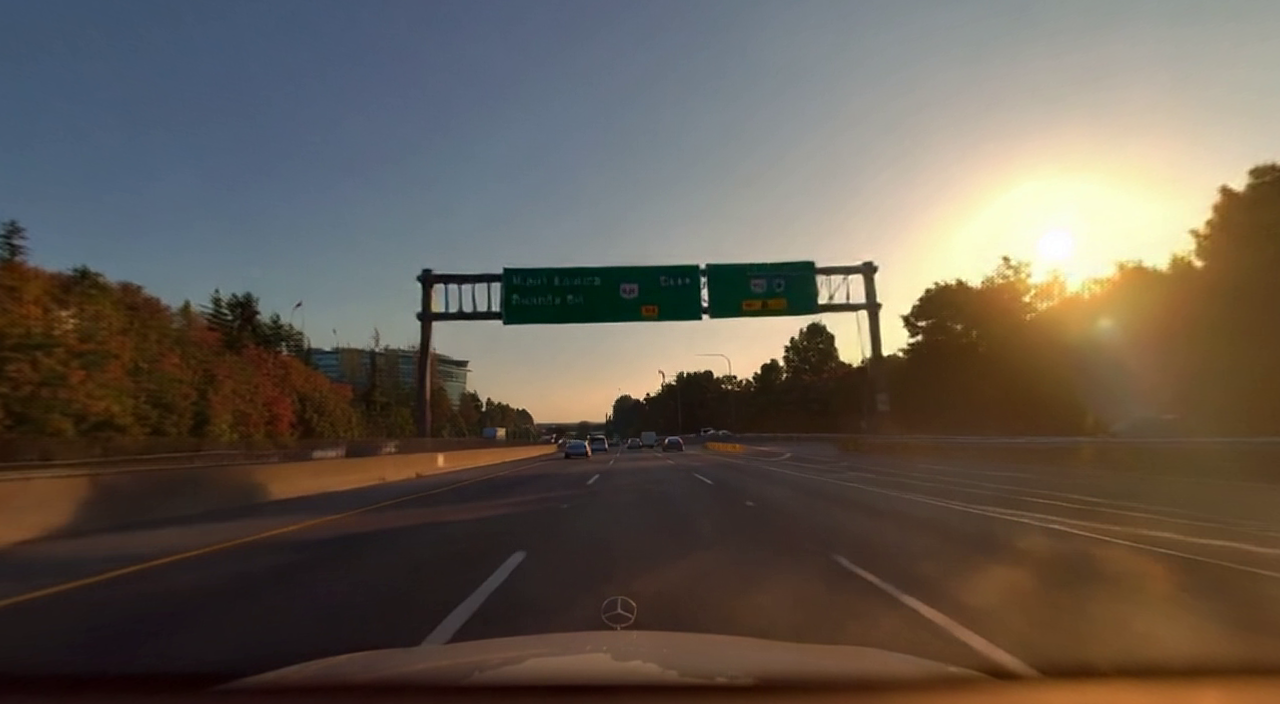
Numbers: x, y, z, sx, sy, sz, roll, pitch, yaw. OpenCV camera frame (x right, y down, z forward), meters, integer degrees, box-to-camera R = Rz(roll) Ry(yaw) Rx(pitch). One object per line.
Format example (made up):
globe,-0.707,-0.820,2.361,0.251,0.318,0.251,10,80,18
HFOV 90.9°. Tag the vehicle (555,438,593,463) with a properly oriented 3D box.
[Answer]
vehicle,-4.039,6.115,39.227,2.014,1.471,4.380,0,-8,-1

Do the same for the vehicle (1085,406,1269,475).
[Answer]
vehicle,22.050,3.720,26.411,2.232,2.540,6.015,0,-8,-1

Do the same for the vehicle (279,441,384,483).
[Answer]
vehicle,-11.996,4.290,24.925,1.918,1.464,4.587,0,-8,-1

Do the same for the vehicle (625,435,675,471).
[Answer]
vehicle,0.390,4.696,29.506,2.086,1.554,3.875,0,-8,-2
